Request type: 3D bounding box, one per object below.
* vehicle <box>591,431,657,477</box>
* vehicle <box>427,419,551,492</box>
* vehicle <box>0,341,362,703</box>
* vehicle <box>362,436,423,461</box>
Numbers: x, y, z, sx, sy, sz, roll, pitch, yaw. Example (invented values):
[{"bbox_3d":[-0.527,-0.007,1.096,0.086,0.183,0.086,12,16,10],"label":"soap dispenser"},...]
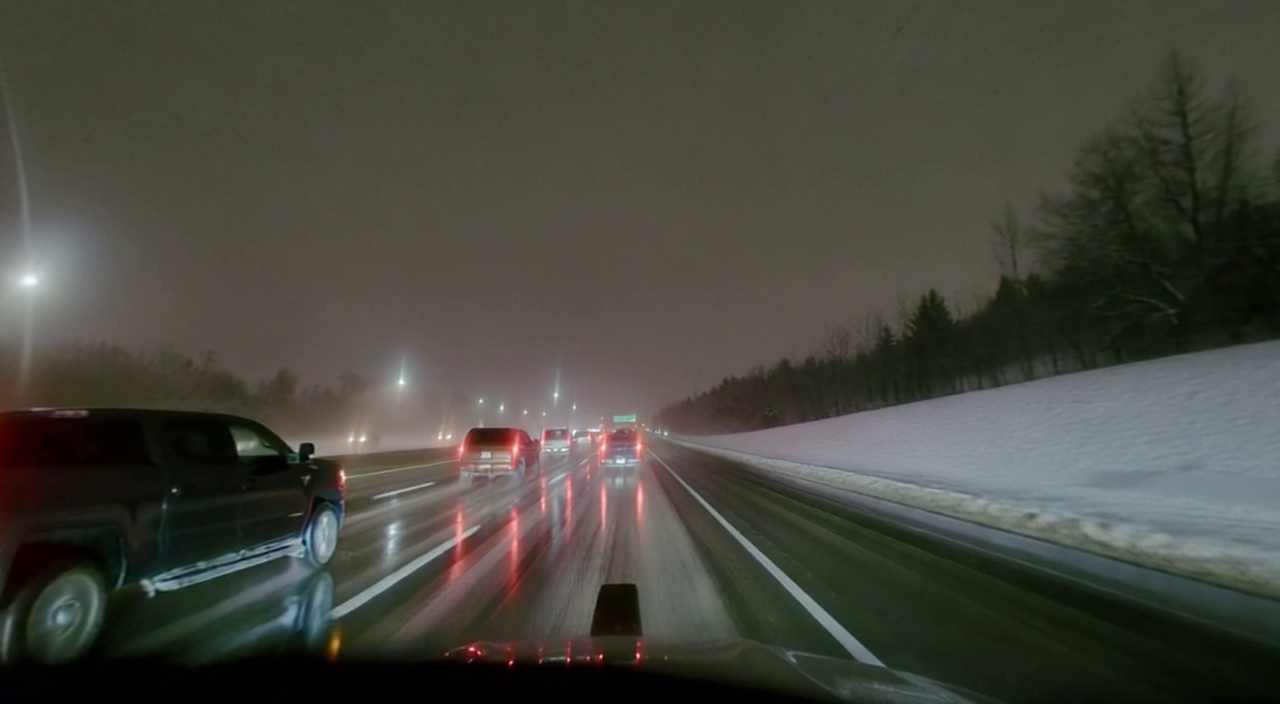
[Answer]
[{"bbox_3d":[-0.529,3.492,21.865,2.070,1.452,3.834,0,-8,-1],"label":"vehicle"},{"bbox_3d":[-3.853,2.736,17.020,2.154,1.690,4.595,0,-8,1],"label":"vehicle"},{"bbox_3d":[-3.877,1.008,4.181,2.107,1.703,4.274,0,-8,0],"label":"vehicle"},{"bbox_3d":[-15.776,6.149,40.400,2.037,1.505,4.644,0,-8,0],"label":"vehicle"}]
